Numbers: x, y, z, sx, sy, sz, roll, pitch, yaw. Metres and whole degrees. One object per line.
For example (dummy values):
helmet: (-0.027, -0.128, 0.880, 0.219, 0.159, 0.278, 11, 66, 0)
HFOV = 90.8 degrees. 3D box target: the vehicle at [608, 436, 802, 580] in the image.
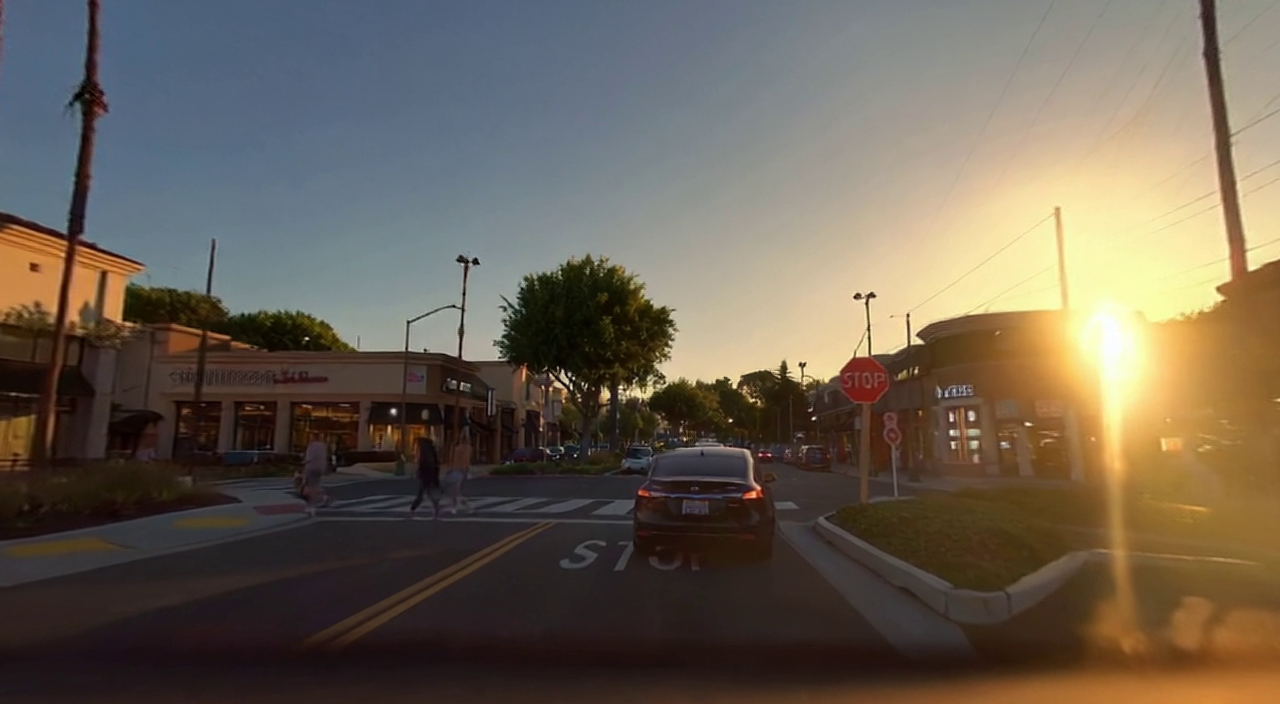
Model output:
vehicle: (0.860, 1.946, 8.701, 2.031, 1.479, 3.969, -1, -9, 6)

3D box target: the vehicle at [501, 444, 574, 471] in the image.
vehicle: (-6.918, 7.127, 42.866, 4.529, 1.682, 1.895, 6, -11, -37)
